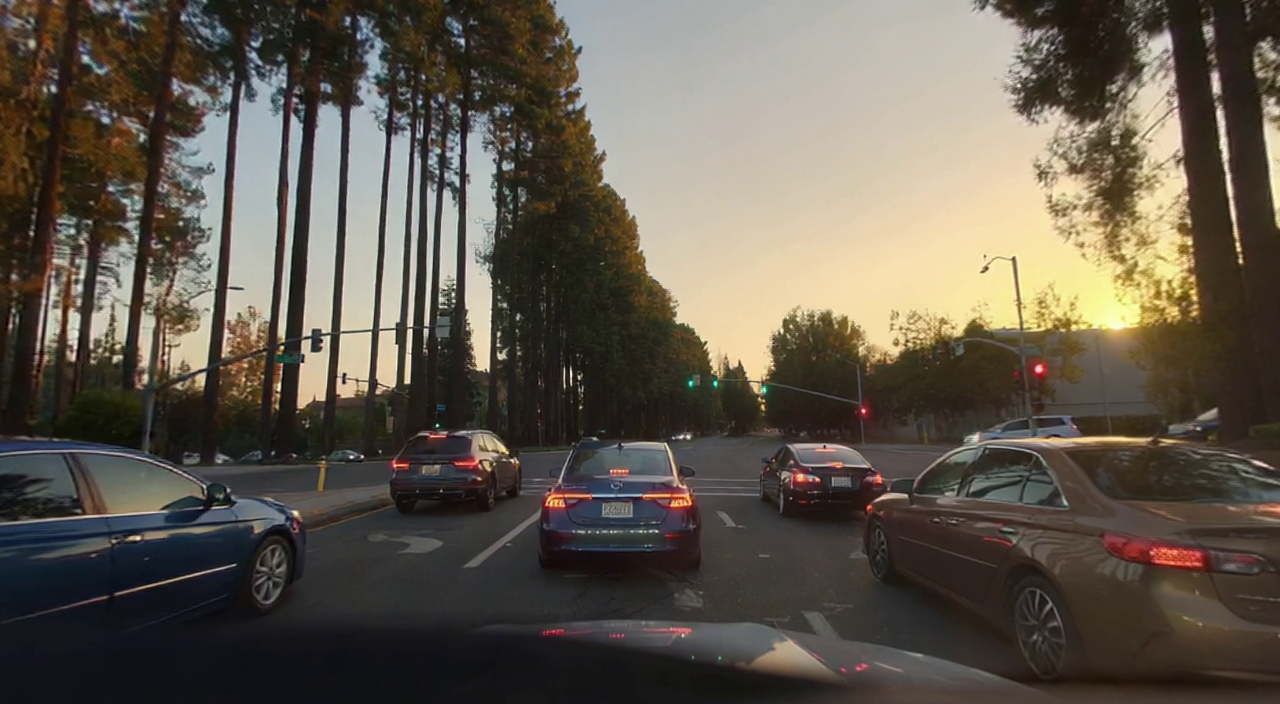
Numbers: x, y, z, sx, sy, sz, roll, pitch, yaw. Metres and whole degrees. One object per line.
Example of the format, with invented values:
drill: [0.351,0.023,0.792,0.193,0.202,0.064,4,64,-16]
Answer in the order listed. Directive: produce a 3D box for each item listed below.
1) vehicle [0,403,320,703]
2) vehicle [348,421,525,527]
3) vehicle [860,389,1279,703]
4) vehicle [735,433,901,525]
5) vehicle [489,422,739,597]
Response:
vehicle: [-3.637,1.021,3.004,1.935,1.482,4.433,0,-8,-1]
vehicle: [-3.727,2.307,12.494,1.961,1.714,4.268,0,-8,2]
vehicle: [3.137,1.150,4.058,1.903,1.480,4.270,0,-8,0]
vehicle: [3.184,2.335,12.330,1.975,1.460,4.357,0,-8,0]
vehicle: [-0.257,1.641,7.408,2.147,1.479,3.803,0,-8,-1]
